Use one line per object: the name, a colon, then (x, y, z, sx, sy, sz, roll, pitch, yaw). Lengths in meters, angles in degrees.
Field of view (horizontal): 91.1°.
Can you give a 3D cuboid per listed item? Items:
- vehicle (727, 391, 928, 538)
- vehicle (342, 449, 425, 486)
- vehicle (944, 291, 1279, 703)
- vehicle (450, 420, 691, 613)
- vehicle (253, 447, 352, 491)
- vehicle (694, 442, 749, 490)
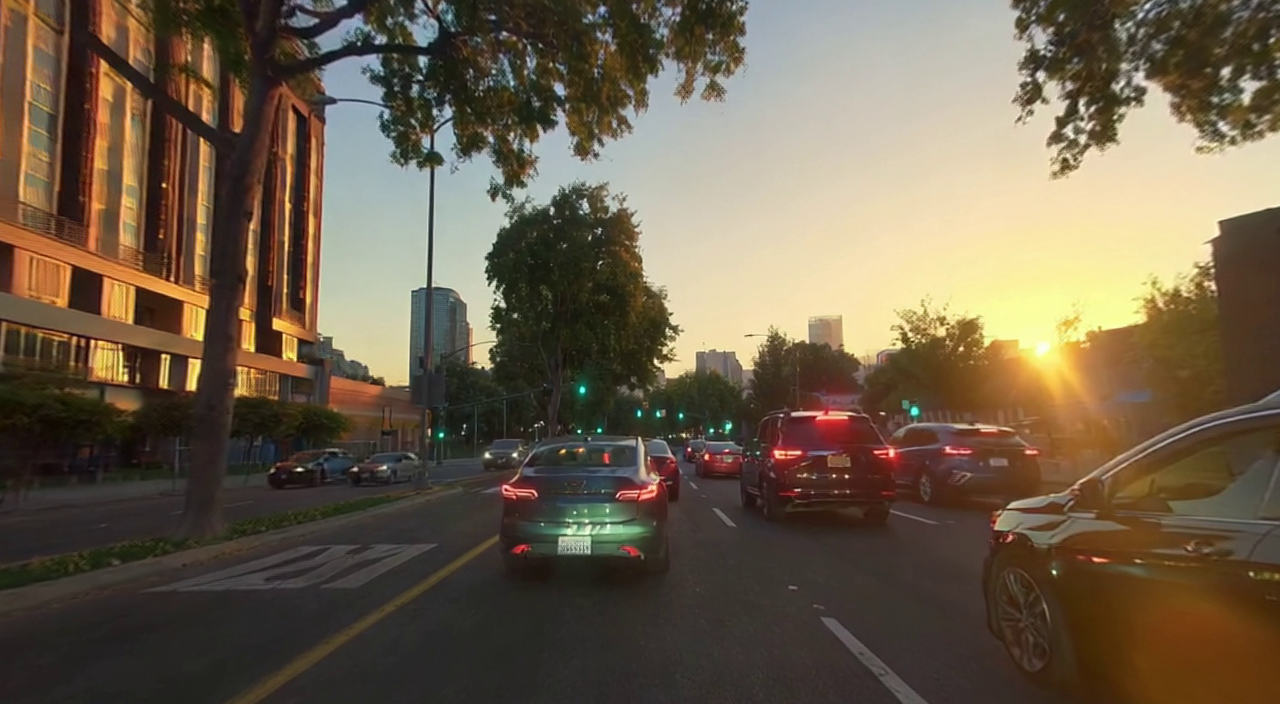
vehicle: (3.574, 2.317, 13.569, 2.516, 2.481, 5.766, 0, -8, 0)
vehicle: (-12.511, 5.650, 31.047, 2.005, 1.660, 4.676, 0, -8, 2)
vehicle: (3.159, 0.795, 2.189, 1.982, 1.960, 4.427, 0, -8, 1)
vehicle: (-0.586, 1.746, 7.611, 2.111, 1.676, 4.018, 0, -8, 1)
vehicle: (-16.126, 5.563, 30.361, 2.077, 1.925, 4.626, 0, -8, 2)
vehicle: (3.008, 4.268, 23.933, 1.518, 1.650, 4.408, 0, -8, 1)
